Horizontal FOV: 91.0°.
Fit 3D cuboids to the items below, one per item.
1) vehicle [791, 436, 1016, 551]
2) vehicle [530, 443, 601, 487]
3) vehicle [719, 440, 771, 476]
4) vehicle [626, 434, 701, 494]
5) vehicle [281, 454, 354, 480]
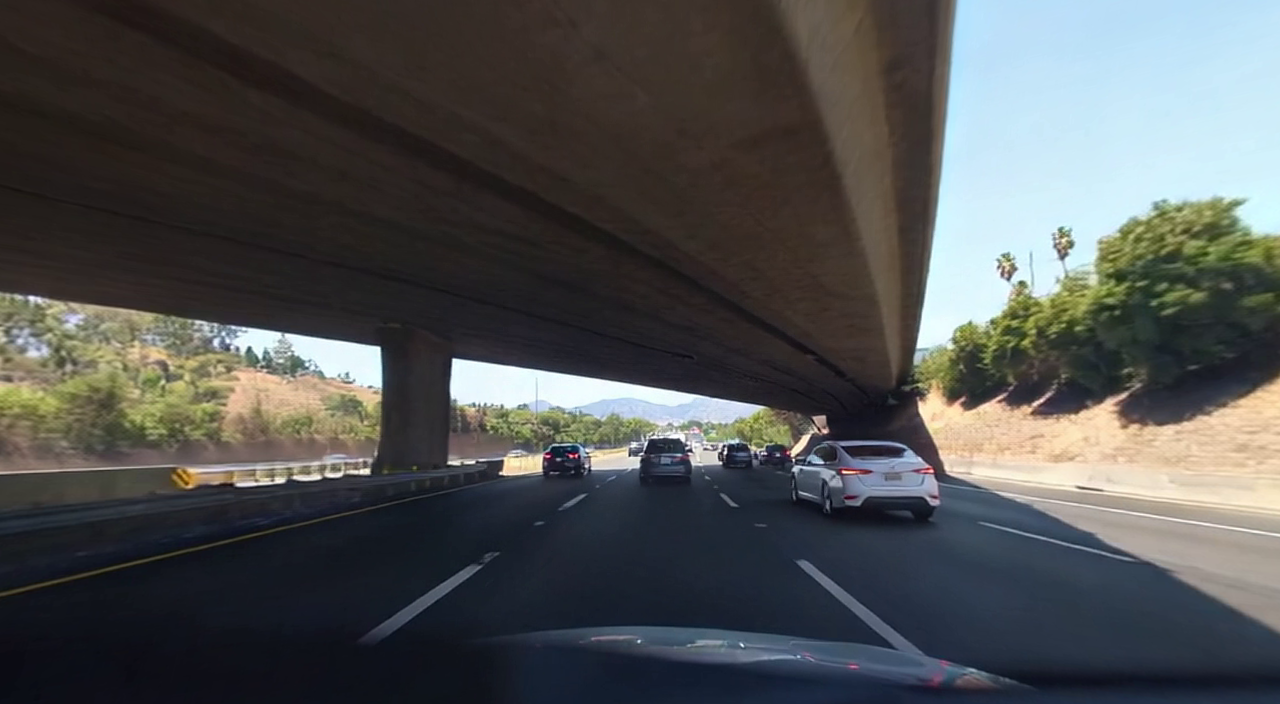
[{"bbox_3d":[4.090,2.254,10.742,1.999,1.514,4.338,0,-9,1],"label":"vehicle"},{"bbox_3d":[-2.761,4.322,24.389,2.012,1.495,4.169,0,-9,3],"label":"vehicle"},{"bbox_3d":[5.358,5.481,32.772,2.063,1.710,4.591,0,-9,1],"label":"vehicle"},{"bbox_3d":[0.769,3.596,20.525,2.181,1.728,3.970,0,-9,2],"label":"vehicle"},{"bbox_3d":[-21.210,7.569,41.683,1.902,1.522,5.027,0,-9,3],"label":"vehicle"}]
